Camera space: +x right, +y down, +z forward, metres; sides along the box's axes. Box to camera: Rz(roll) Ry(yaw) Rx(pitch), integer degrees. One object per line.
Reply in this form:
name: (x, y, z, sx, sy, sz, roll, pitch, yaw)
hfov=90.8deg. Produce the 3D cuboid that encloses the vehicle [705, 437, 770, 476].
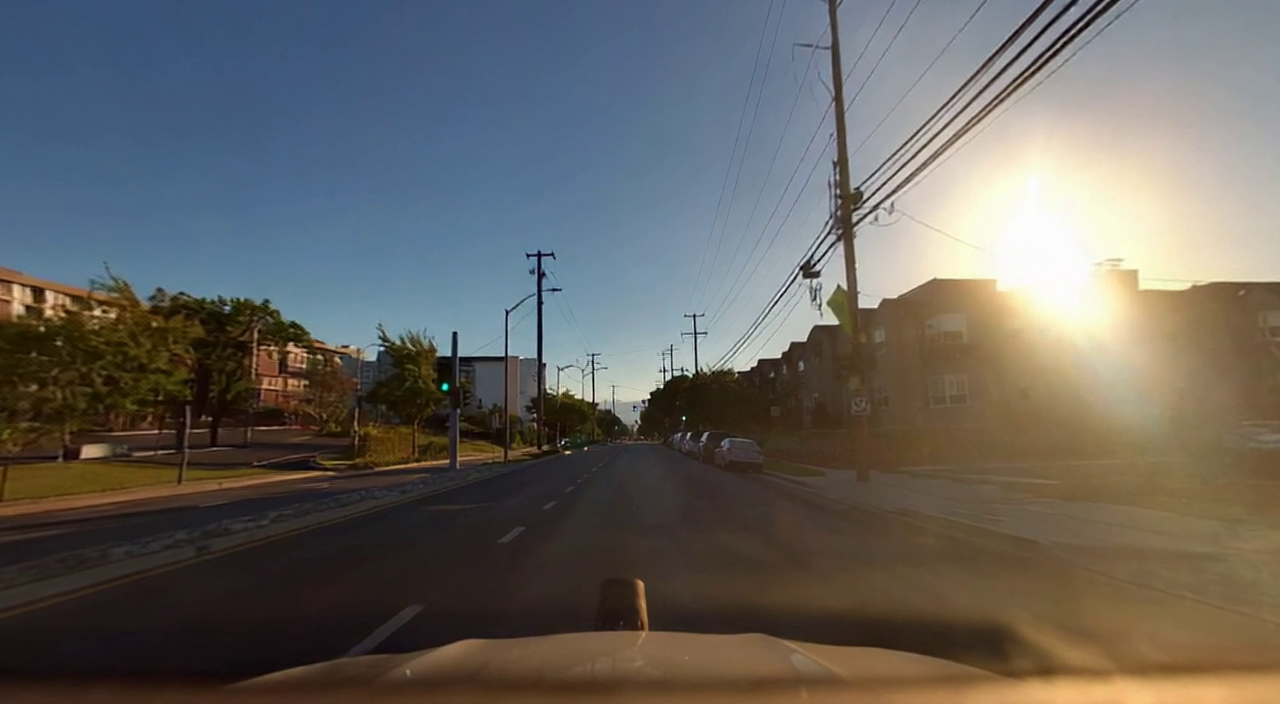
vehicle: (3.868, 4.202, 25.769, 1.785, 1.441, 4.458, 0, -8, -2)
